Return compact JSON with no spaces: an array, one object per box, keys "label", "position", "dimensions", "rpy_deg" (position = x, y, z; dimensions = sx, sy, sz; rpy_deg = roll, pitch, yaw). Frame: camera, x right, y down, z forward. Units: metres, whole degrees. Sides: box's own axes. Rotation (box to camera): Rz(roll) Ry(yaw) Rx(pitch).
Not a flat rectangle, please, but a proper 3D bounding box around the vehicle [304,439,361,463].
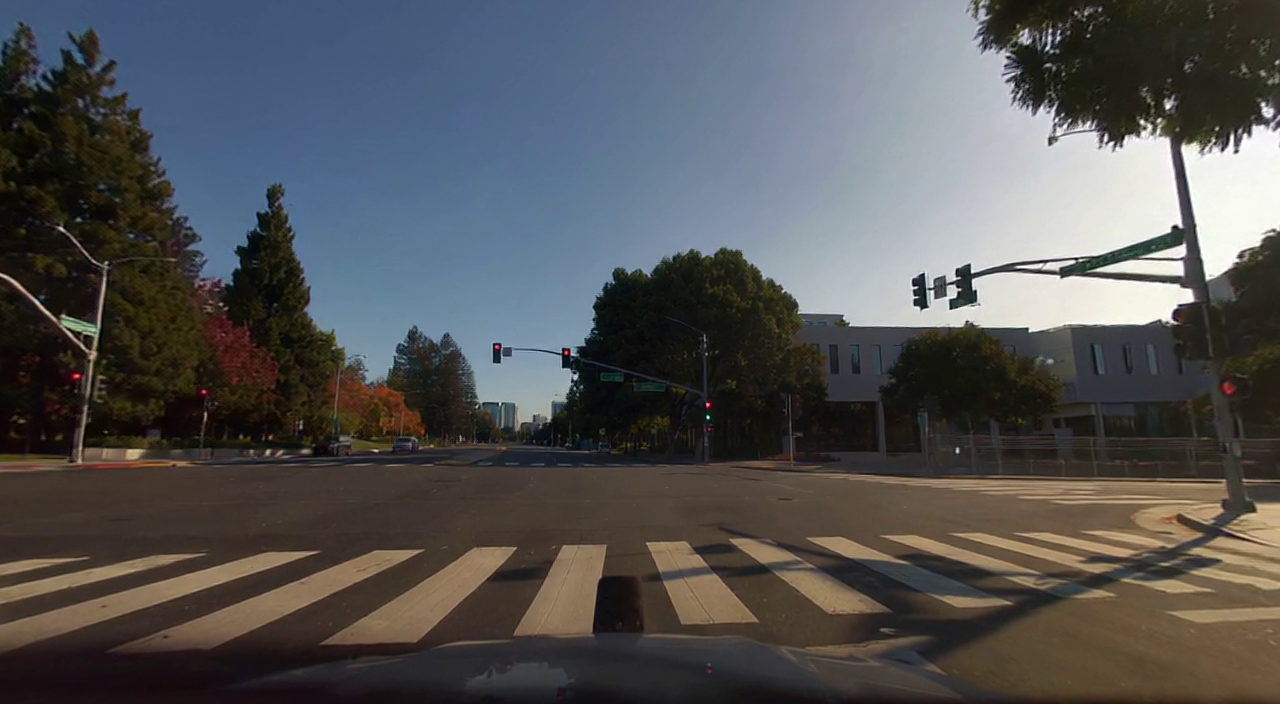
[{"label":"vehicle","position":[-19.769,6.392,40.786],"dimensions":[1.918,1.432,4.433],"rpy_deg":[1,-9,-7]}]
